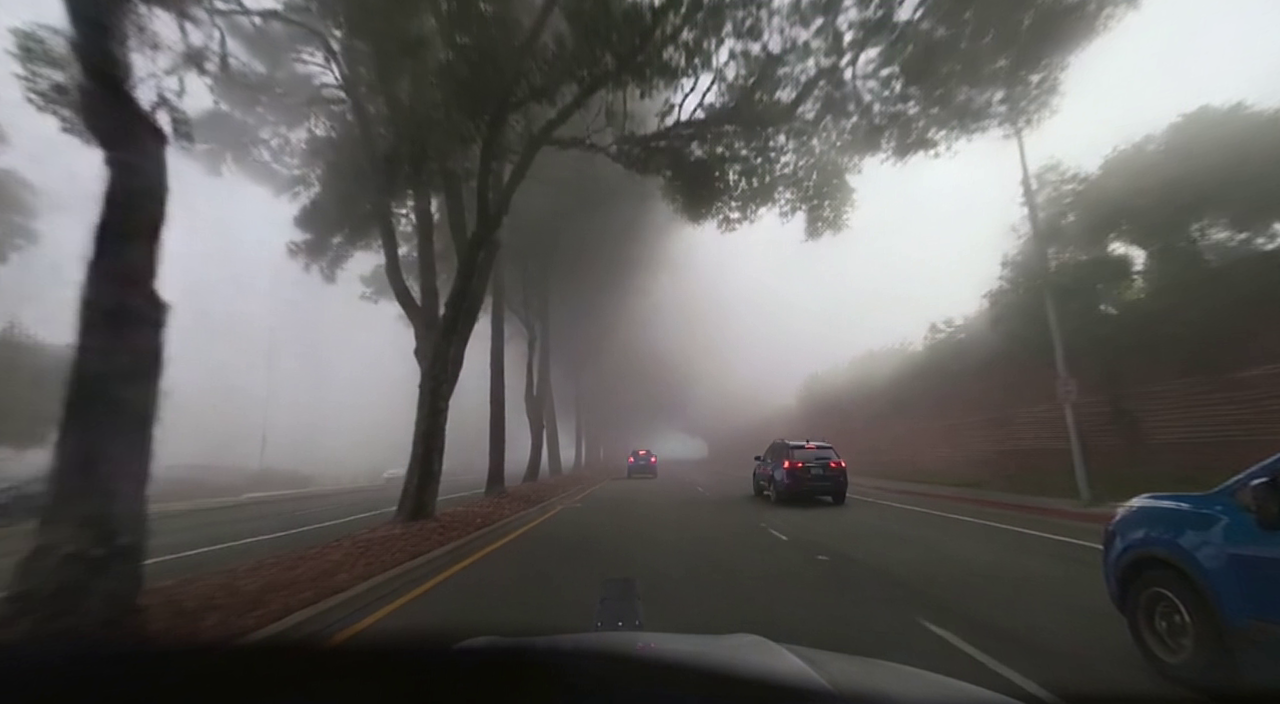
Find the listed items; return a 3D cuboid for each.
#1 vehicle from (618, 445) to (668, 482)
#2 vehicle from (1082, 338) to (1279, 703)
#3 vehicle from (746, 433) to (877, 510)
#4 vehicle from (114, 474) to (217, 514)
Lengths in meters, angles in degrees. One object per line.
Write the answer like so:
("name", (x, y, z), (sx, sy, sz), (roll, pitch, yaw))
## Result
("vehicle", (0.149, 5.633, 32.218), (2.391, 1.739, 3.837), (-1, -8, 0))
("vehicle", (4.044, 0.606, 1.385), (2.470, 1.751, 5.015), (-1, -8, 0))
("vehicle", (4.374, 3.109, 17.002), (2.155, 1.752, 4.456), (0, -8, -1))
("vehicle", (-21.631, 6.452, 29.008), (1.752, 1.464, 3.975), (0, -8, -2))
